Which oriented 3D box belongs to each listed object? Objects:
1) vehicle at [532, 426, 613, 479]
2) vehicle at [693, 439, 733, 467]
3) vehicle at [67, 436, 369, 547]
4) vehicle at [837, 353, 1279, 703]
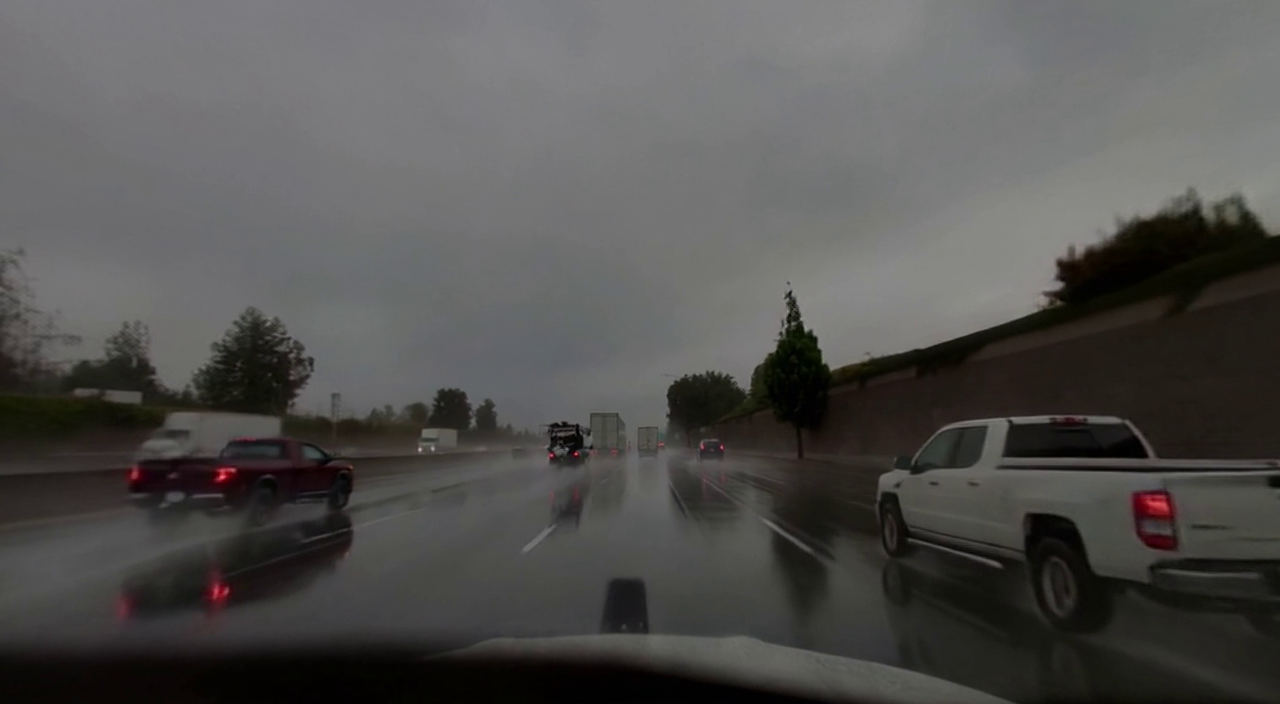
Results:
[{"bbox_3d":[-2.772,4.401,27.792,2.645,2.023,6.491,-1,-8,2],"label":"vehicle"},{"bbox_3d":[4.605,6.426,40.384,2.026,1.661,3.865,0,-8,-1],"label":"vehicle"},{"bbox_3d":[-6.716,2.229,10.797,2.235,1.506,4.159,0,-8,1],"label":"vehicle"},{"bbox_3d":[3.180,1.140,4.690,2.028,1.658,4.334,0,-8,0],"label":"vehicle"}]
